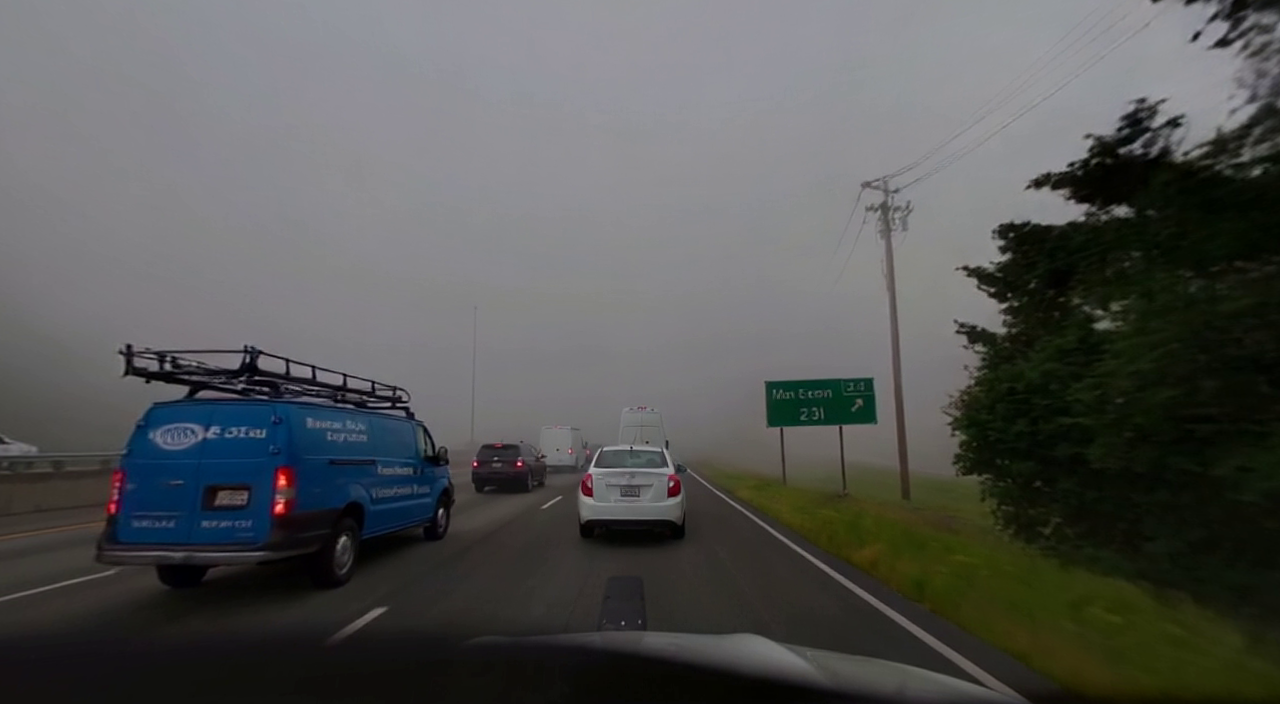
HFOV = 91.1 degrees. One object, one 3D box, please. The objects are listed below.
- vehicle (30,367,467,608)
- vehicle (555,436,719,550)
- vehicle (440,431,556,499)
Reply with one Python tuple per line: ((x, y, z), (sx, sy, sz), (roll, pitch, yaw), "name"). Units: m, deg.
((-3.844, 1.436, 7.483), (2.142, 1.952, 4.556), (0, -8, 1), "vehicle")
((-0.058, 2.081, 10.002), (2.054, 1.421, 4.090), (0, -8, -1), "vehicle")
((-3.837, 3.141, 17.892), (2.114, 1.657, 4.432), (0, -8, 2), "vehicle")
